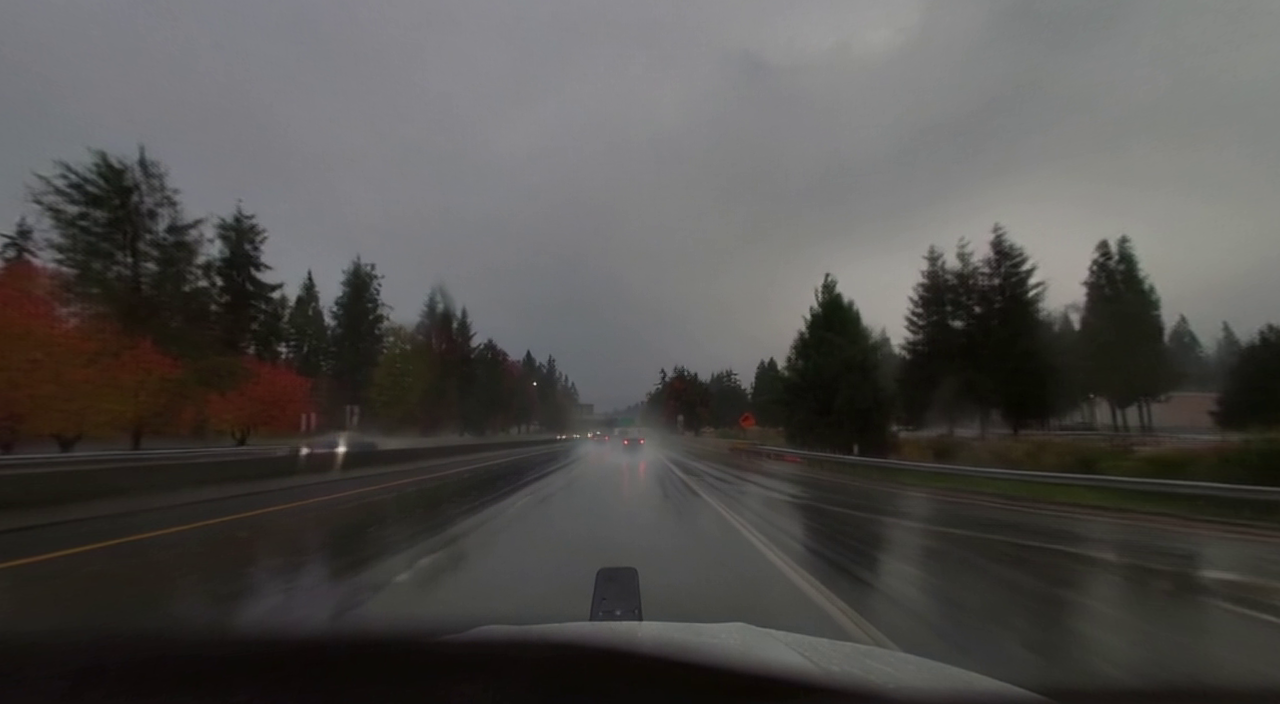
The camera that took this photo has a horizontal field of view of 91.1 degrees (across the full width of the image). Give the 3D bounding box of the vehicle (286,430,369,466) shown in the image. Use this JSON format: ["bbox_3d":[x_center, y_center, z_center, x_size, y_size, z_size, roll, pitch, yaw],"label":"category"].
[{"bbox_3d":[-15.569,4.770,31.588,1.941,1.642,4.288,0,-8,0],"label":"vehicle"}]
